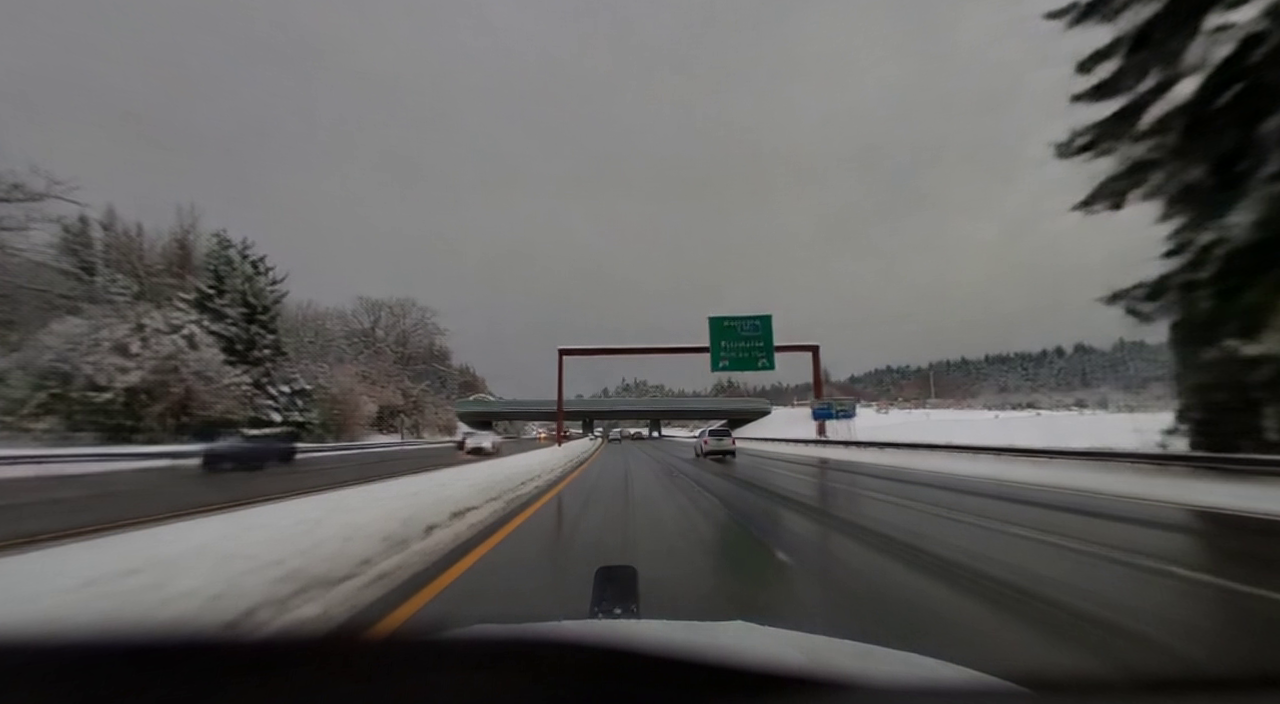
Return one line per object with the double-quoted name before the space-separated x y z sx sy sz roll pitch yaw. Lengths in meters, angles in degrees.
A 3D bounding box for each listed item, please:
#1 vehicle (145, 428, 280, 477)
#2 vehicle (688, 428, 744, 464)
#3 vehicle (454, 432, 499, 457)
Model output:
"vehicle" -14.033 3.309 21.003 1.896 1.460 3.804 0 -8 -2
"vehicle" 3.434 4.338 29.291 1.938 1.578 3.764 0 -8 -3
"vehicle" -9.855 5.580 38.179 1.815 1.452 3.760 0 -8 -1
